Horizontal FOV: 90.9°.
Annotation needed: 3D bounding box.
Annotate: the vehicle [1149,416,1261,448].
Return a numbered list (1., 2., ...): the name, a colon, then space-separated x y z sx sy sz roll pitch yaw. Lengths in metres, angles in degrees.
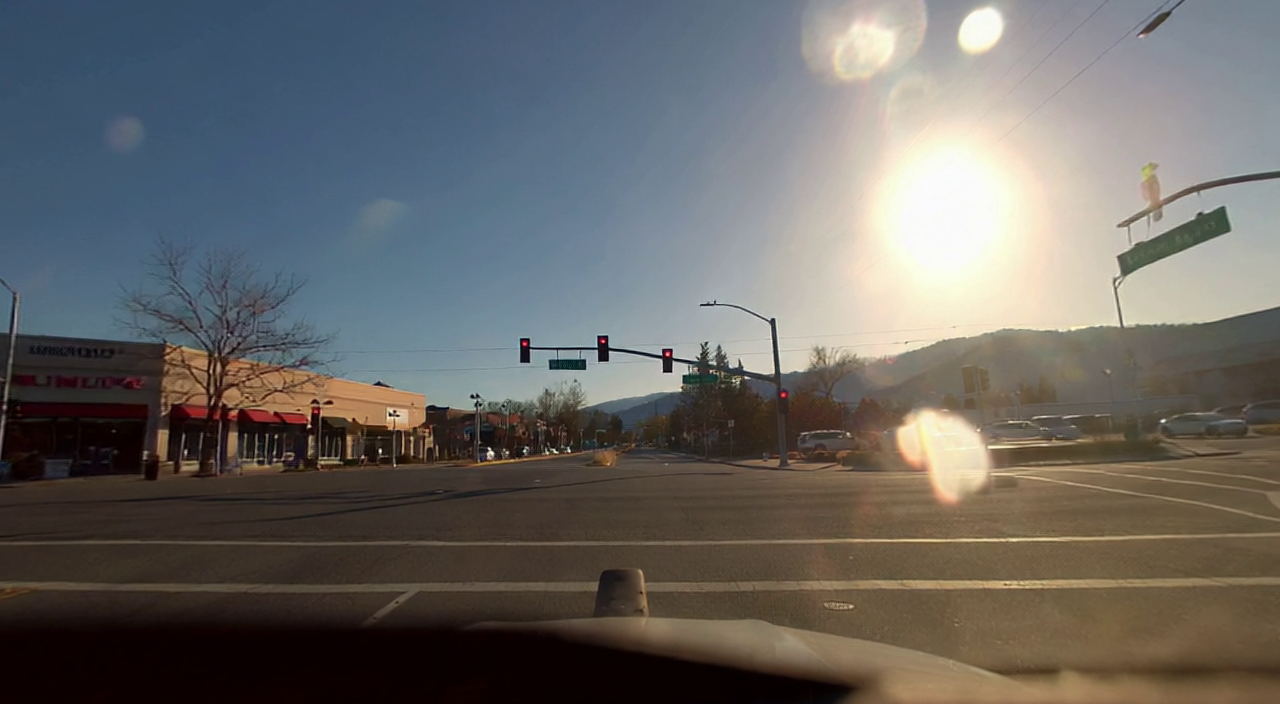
1. vehicle: 28.259 4.075 31.724 1.799 1.459 4.266 0 -8 3
